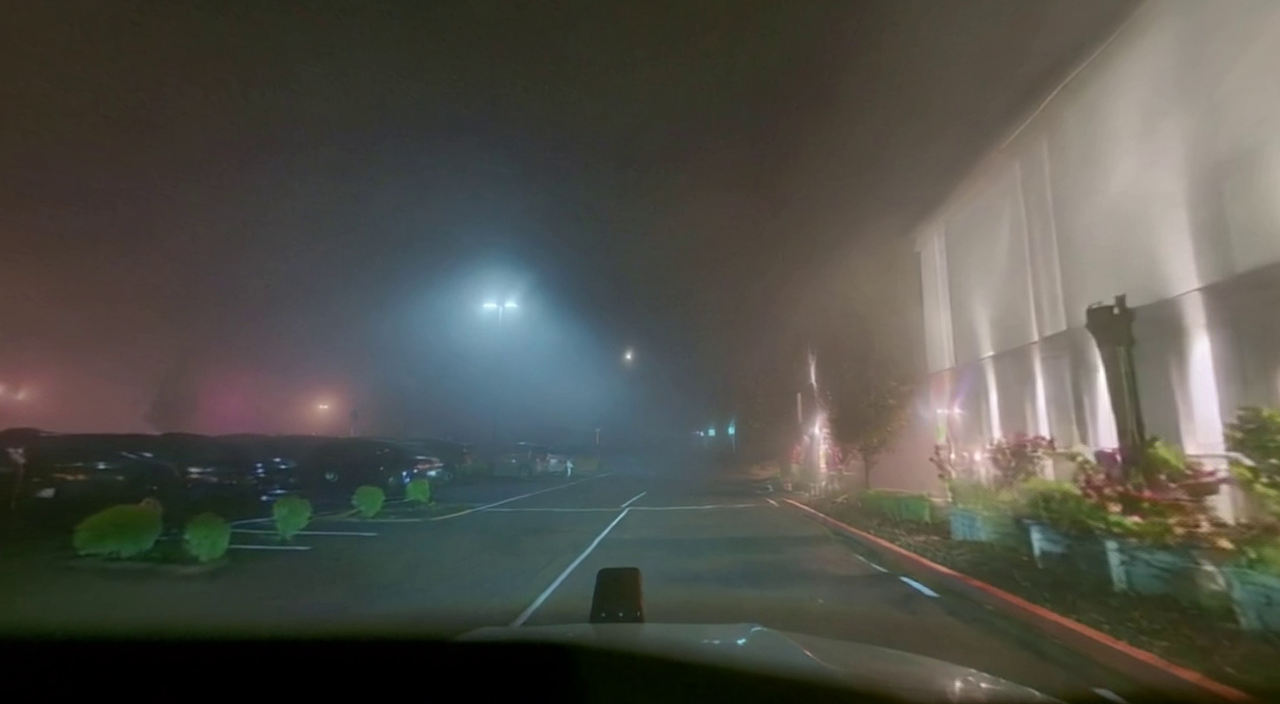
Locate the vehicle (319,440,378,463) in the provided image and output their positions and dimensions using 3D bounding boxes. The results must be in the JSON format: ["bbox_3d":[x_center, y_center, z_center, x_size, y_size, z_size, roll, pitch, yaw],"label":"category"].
[{"bbox_3d":[-21.209,7.262,46.146,1.773,1.498,4.085,2,-8,11],"label":"vehicle"}]

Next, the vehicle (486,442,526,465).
[{"bbox_3d":[-9.740,7.385,46.267,1.892,1.597,4.259,0,-8,2],"label":"vehicle"}]

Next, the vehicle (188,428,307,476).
[{"bbox_3d":[-17.009,4.360,27.692,1.972,1.923,4.535,-1,-8,5],"label":"vehicle"}]

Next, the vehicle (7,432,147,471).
[{"bbox_3d":[-24.874,4.421,28.163,1.876,1.591,4.470,-1,-8,5],"label":"vehicle"}]

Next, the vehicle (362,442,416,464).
[{"bbox_3d":[-18.245,7.345,46.068,1.909,1.474,3.908,-1,-8,7],"label":"vehicle"}]

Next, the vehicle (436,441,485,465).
[{"bbox_3d":[-12.891,7.281,45.674,1.928,1.613,4.197,-1,-8,7],"label":"vehicle"}]

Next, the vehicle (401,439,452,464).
[{"bbox_3d":[-15.424,7.270,45.907,1.902,1.645,3.903,1,-10,7],"label":"vehicle"}]
